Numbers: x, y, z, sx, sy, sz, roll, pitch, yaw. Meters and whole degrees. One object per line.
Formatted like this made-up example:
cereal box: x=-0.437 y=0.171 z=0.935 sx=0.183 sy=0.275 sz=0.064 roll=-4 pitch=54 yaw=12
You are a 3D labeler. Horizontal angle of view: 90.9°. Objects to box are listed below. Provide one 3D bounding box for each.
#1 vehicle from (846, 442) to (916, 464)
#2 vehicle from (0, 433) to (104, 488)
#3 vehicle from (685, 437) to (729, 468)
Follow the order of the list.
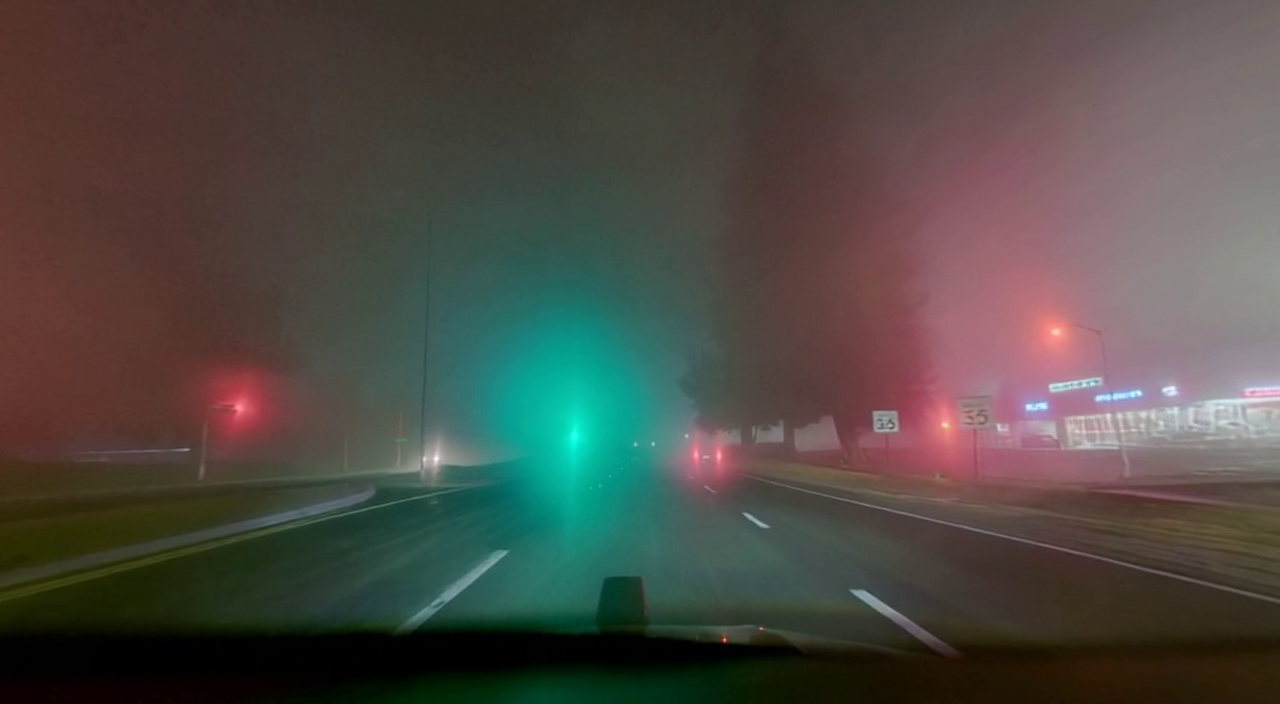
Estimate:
vehicle: x=17.219 y=7.200 z=45.124 sx=4.194 sy=1.495 sz=1.954 roll=0 pitch=-8 yaw=-1
vehicle: x=-32.752 y=5.728 z=33.528 sx=6.090 sy=2.737 sz=2.475 roll=-1 pitch=-8 yaw=1
vehicle: x=3.862 y=5.880 z=36.911 sx=2.007 sy=1.683 sz=4.171 roll=0 pitch=-8 yaw=-1
